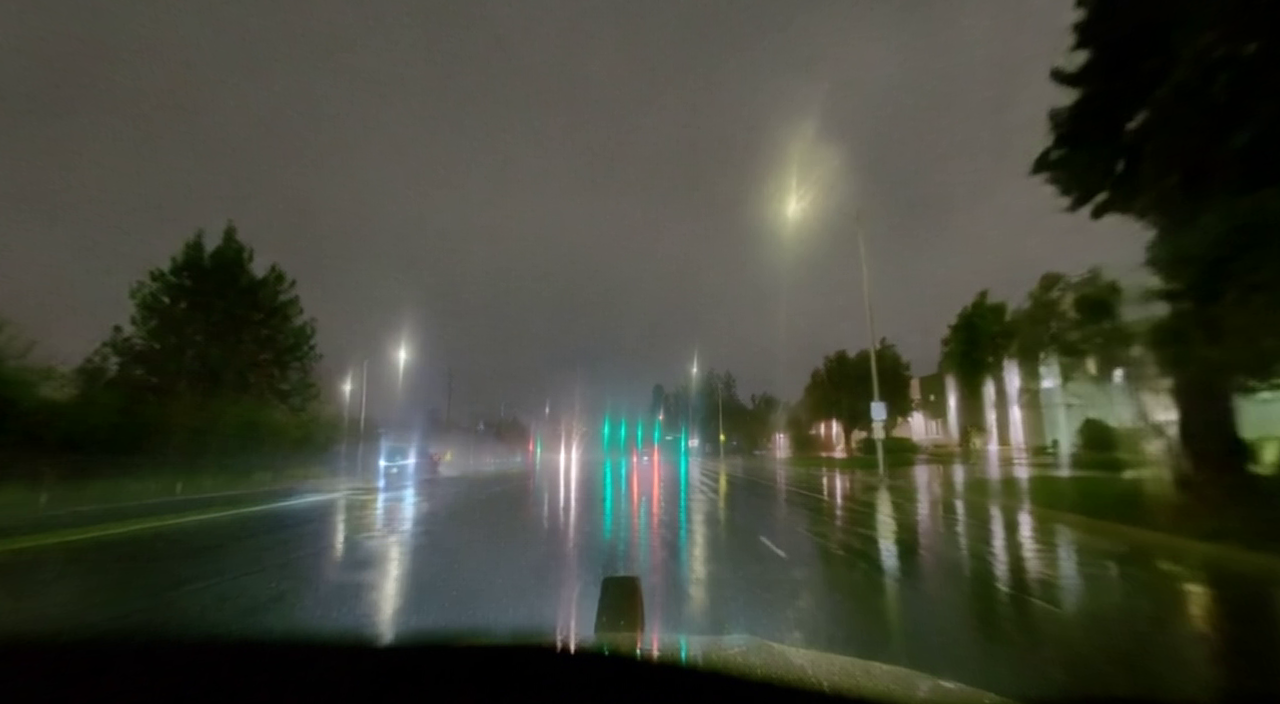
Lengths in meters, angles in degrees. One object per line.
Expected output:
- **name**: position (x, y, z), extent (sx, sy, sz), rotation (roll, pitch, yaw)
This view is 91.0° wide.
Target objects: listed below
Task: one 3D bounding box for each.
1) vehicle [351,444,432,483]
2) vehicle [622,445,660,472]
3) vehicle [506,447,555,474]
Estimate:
- **vehicle**: position (-13.660, 6.168, 35.105), extent (2.301, 1.967, 5.468), rotation (0, -9, 0)
- **vehicle**: position (0.091, 6.333, 37.620), extent (2.106, 1.517, 4.375), rotation (0, -9, 1)
- **vehicle**: position (-6.352, 6.348, 36.970), extent (2.014, 1.472, 4.357), rotation (0, -9, 1)
